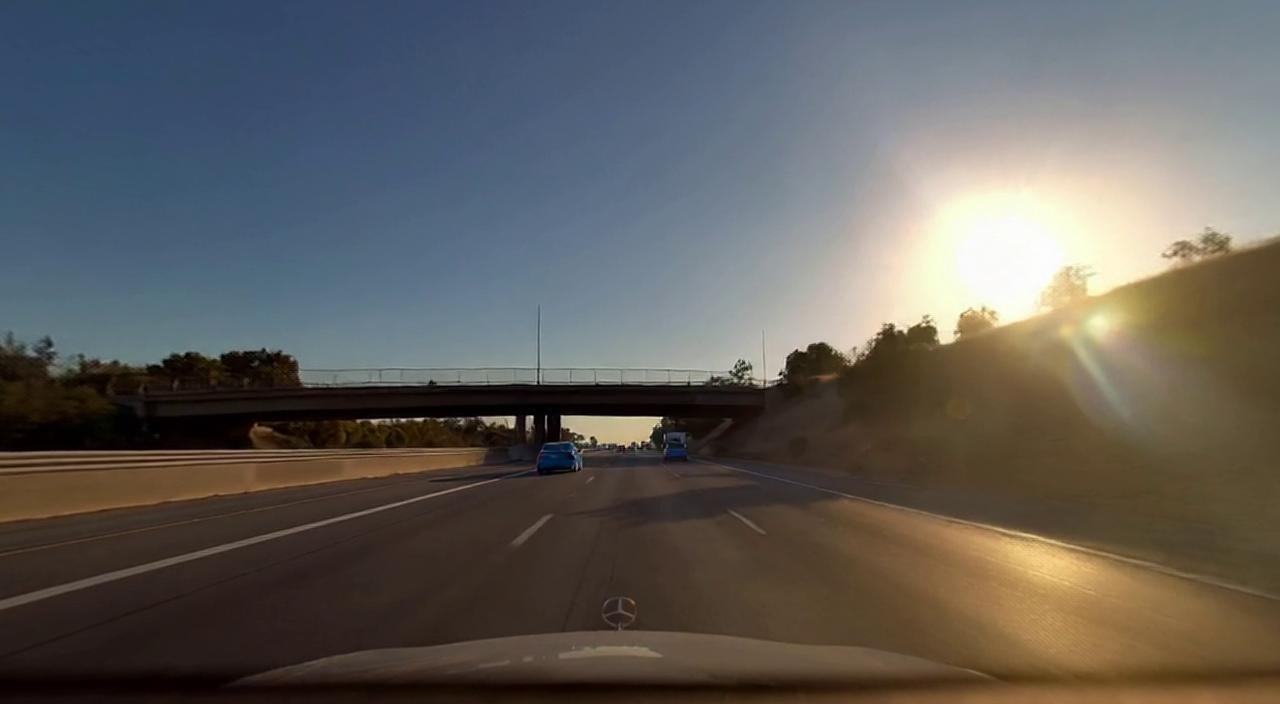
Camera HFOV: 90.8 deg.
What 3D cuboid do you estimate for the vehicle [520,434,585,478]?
[{"bbox_3d":[-3.799,4.661,28.447,2.205,1.773,5.124,0,-9,0],"label":"vehicle"}]
